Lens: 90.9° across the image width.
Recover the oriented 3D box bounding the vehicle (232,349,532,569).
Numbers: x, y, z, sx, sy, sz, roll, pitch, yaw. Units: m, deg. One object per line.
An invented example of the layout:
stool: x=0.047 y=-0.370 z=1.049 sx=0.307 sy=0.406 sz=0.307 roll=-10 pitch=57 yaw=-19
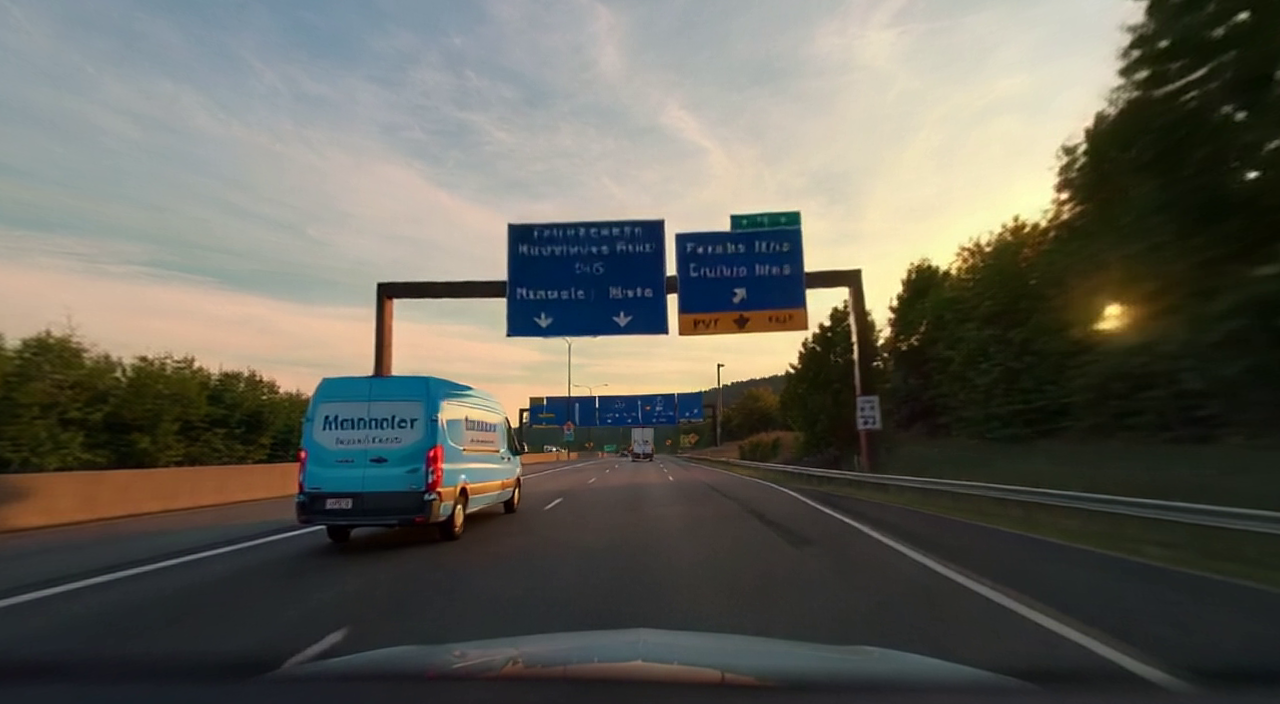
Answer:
vehicle: x=-3.688 y=1.801 z=11.130 sx=2.320 sy=2.636 sz=7.021 roll=0 pitch=-9 yaw=0
